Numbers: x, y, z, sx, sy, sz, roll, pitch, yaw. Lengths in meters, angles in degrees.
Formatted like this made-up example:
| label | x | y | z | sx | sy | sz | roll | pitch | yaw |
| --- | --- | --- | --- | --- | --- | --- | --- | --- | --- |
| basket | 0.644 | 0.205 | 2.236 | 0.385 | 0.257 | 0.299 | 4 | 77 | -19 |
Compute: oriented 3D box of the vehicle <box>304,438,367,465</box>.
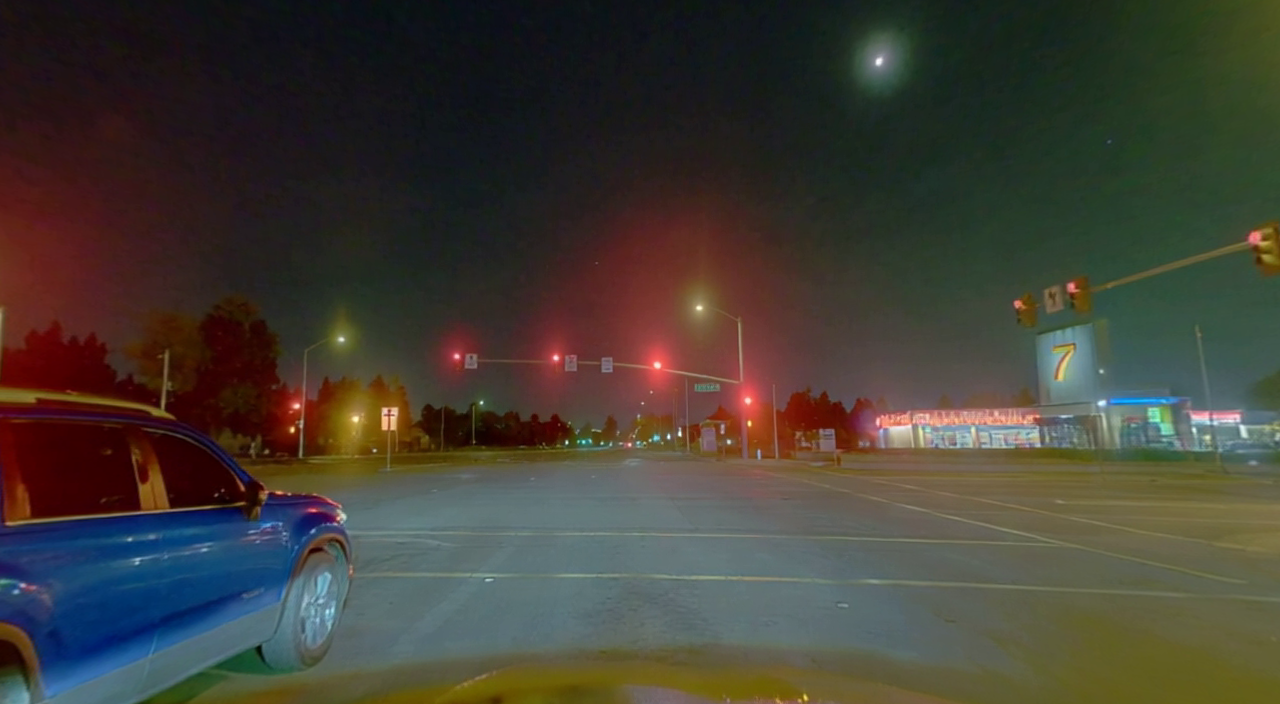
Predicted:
| label | x | y | z | sx | sy | sz | roll | pitch | yaw |
| --- | --- | --- | --- | --- | --- | --- | --- | --- | --- |
| vehicle | -20.468 | 6.726 | 42.533 | 2.004 | 1.699 | 4.486 | 0 | -9 | 0 |

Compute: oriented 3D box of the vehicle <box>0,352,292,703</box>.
| label | x | y | z | sx | sy | sz | roll | pitch | yaw |
| --- | --- | --- | --- | --- | --- | --- | --- | --- | --- |
| vehicle | -3.431 | 0.805 | 2.042 | 2.053 | 1.690 | 4.364 | 0 | -9 | 1 |
